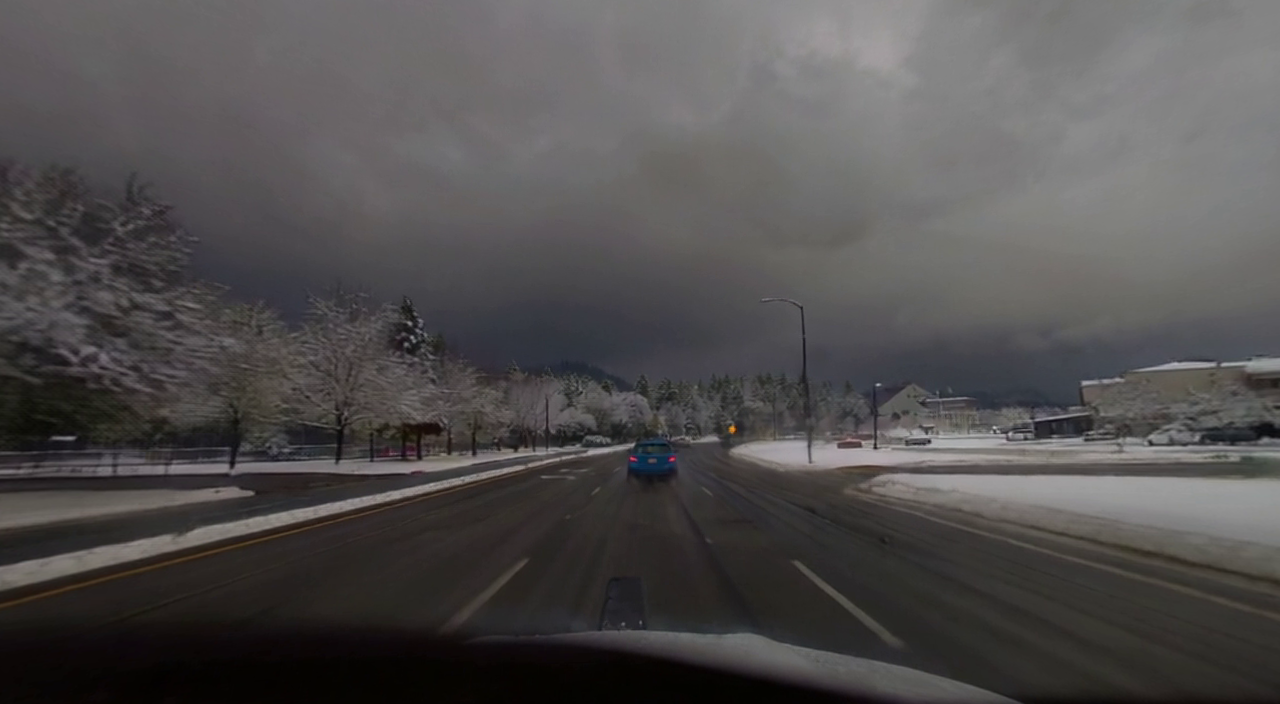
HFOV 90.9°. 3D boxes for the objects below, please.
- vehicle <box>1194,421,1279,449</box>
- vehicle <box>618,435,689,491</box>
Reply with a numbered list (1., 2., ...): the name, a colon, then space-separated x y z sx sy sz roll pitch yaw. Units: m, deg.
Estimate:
1. vehicle: 44.156 6.145 46.563 4.459 1.710 2.018 -4 -8 1
2. vehicle: 0.395 3.411 19.681 2.010 1.535 3.735 0 -8 1
